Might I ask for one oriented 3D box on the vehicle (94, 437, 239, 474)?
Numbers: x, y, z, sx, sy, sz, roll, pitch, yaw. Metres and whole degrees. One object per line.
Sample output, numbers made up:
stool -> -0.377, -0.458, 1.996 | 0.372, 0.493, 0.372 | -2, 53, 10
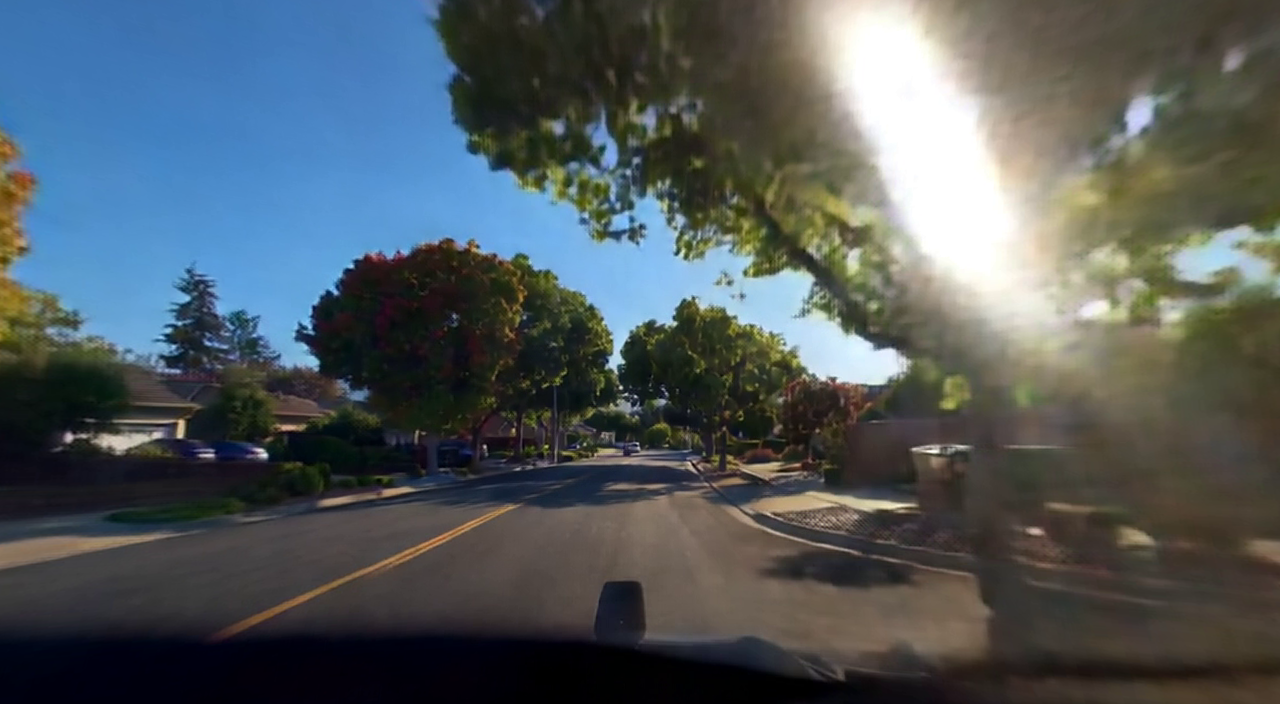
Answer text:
vehicle -> -19.683, 4.341, 26.503 | 4.373, 1.464, 1.917 | 2, -11, -17

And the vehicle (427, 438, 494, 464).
vehicle -> -12.942, 7.170, 45.774 | 4.370, 1.761, 1.901 | 1, -9, -5
